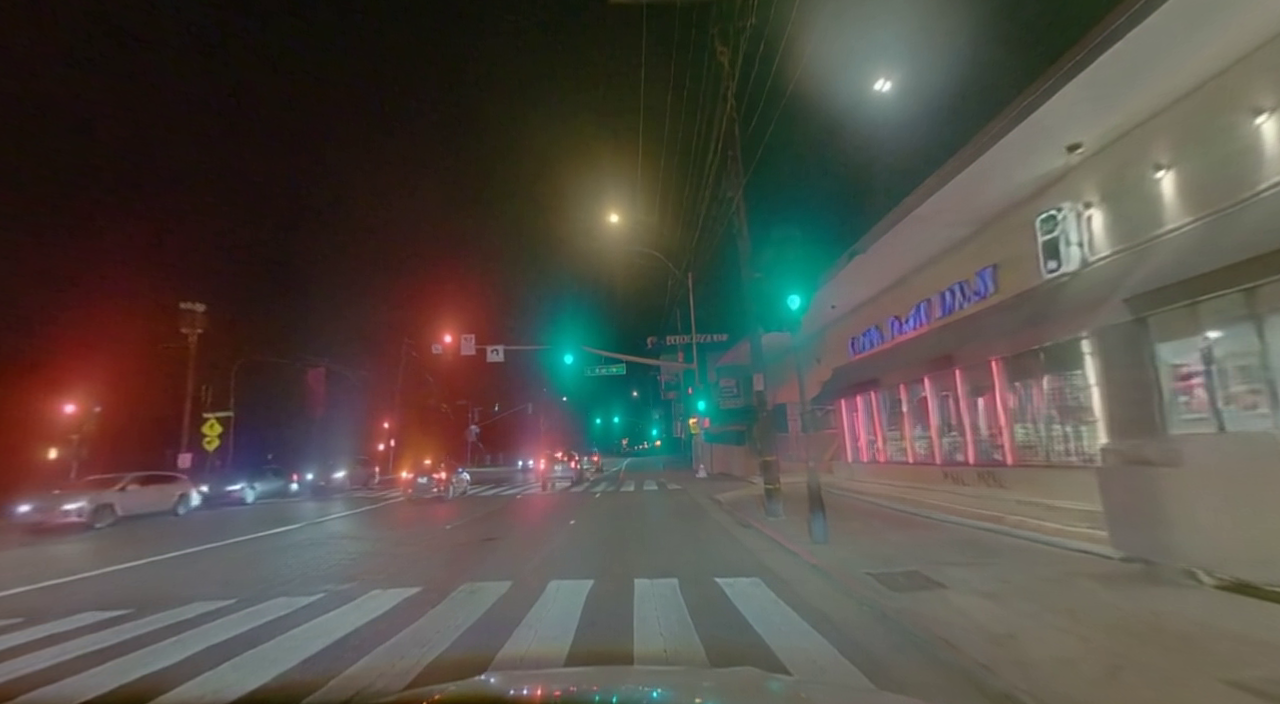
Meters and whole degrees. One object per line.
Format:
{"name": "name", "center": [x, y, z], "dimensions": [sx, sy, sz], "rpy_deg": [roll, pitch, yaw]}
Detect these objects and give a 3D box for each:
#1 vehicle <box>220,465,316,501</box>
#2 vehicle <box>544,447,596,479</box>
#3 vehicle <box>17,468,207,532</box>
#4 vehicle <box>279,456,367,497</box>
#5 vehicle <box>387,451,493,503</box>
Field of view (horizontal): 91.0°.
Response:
{"name": "vehicle", "center": [-18.715, 6.584, 31.955], "dimensions": [1.861, 1.493, 4.754], "rpy_deg": [-1, -9, 1]}
{"name": "vehicle", "center": [-3.455, 5.576, 31.800], "dimensions": [2.147, 1.472, 4.406], "rpy_deg": [0, -9, 0]}
{"name": "vehicle", "center": [-15.467, 4.306, 18.850], "dimensions": [1.955, 1.500, 4.458], "rpy_deg": [0, -9, -3]}
{"name": "vehicle", "center": [-15.466, 6.057, 30.977], "dimensions": [2.139, 1.692, 4.099], "rpy_deg": [-2, -9, 1]}
{"name": "vehicle", "center": [-6.442, 4.048, 20.856], "dimensions": [1.960, 1.479, 4.654], "rpy_deg": [0, -9, 0]}
